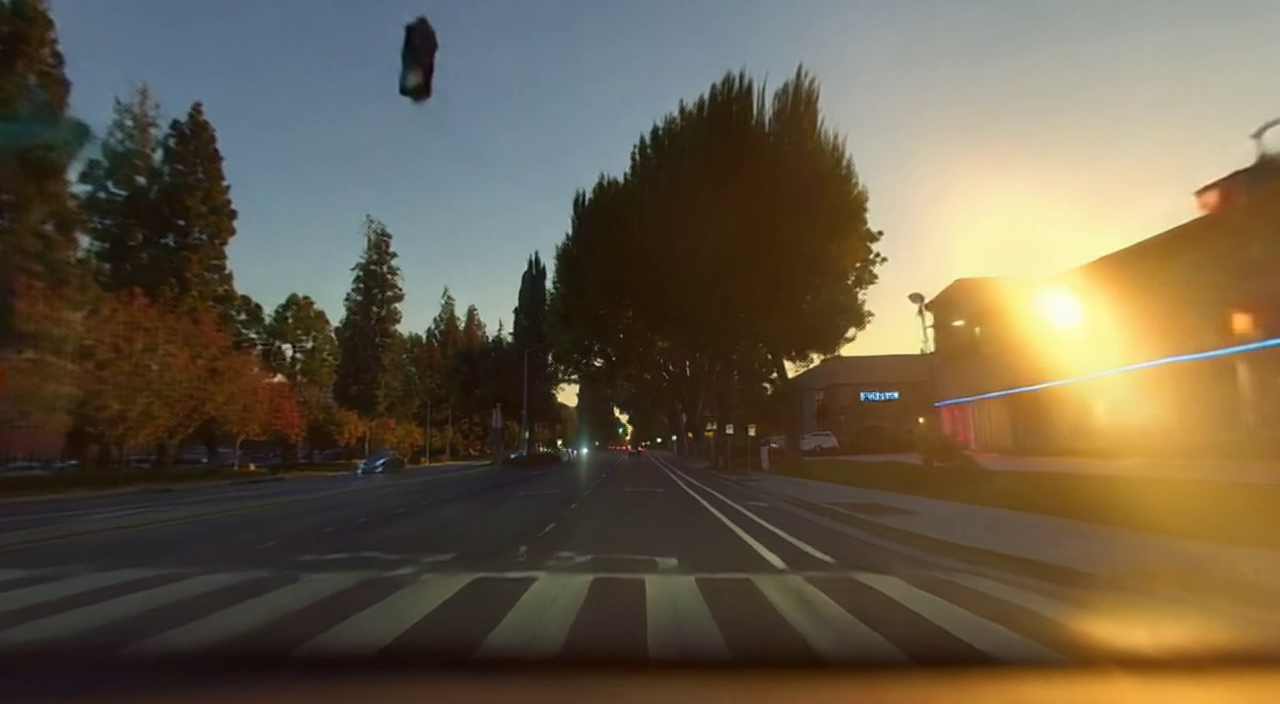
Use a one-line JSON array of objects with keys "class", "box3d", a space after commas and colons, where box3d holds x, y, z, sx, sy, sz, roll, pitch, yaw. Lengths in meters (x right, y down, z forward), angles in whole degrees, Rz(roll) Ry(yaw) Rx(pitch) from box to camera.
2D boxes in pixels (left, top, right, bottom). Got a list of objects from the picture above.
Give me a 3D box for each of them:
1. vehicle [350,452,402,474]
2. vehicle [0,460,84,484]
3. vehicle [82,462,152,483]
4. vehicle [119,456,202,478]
[{"class": "vehicle", "box3d": [-19.252, 8.072, 46.219, 1.825, 1.457, 4.454, 0, -8, 1]}, {"class": "vehicle", "box3d": [-37.014, 7.406, 39.090, 3.470, 1.401, 1.748, 0, -8, -1]}, {"class": "vehicle", "box3d": [-36.609, 8.461, 44.277, 3.395, 1.354, 1.608, 1, -8, -4]}, {"class": "vehicle", "box3d": [-37.237, 8.920, 49.125, 4.772, 1.580, 2.040, 0, -8, 1]}]
